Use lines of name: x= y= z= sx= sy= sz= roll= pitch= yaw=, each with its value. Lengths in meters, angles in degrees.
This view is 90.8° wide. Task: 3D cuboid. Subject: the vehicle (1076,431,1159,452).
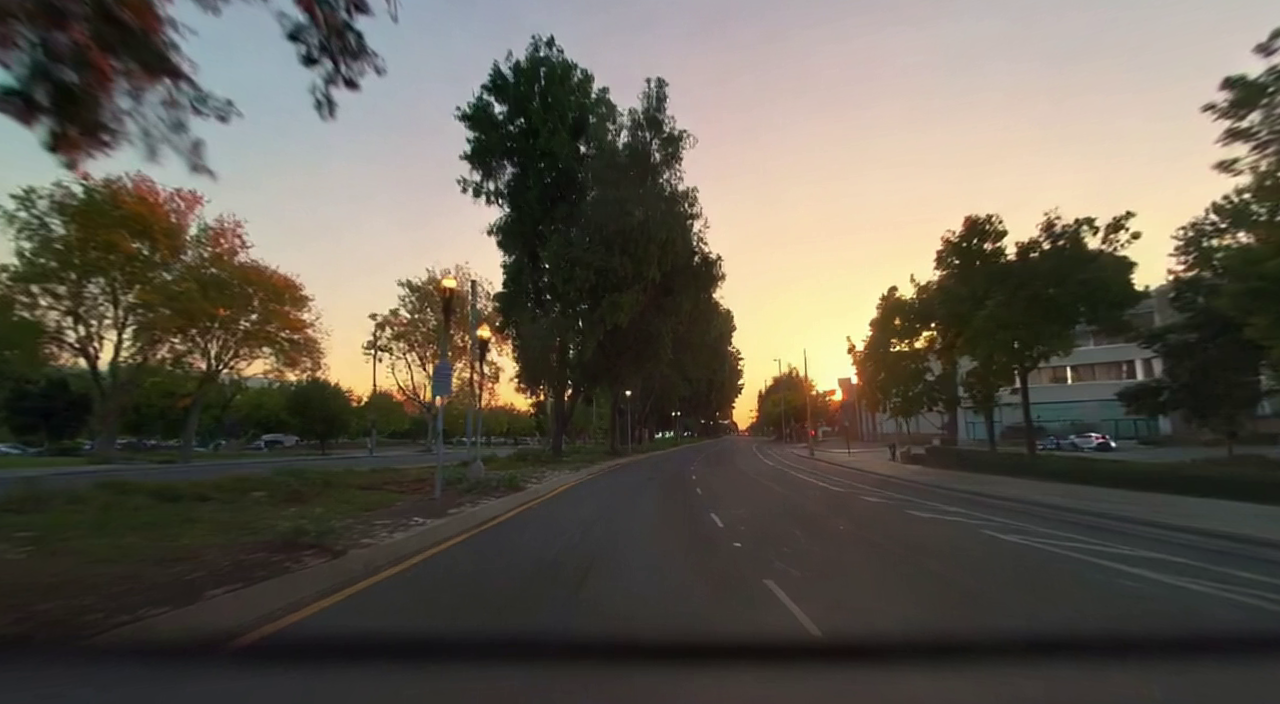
vehicle: x=33.939 y=6.392 z=44.994 sx=4.329 sy=1.466 sz=1.846 roll=0 pitch=-9 yaw=0
